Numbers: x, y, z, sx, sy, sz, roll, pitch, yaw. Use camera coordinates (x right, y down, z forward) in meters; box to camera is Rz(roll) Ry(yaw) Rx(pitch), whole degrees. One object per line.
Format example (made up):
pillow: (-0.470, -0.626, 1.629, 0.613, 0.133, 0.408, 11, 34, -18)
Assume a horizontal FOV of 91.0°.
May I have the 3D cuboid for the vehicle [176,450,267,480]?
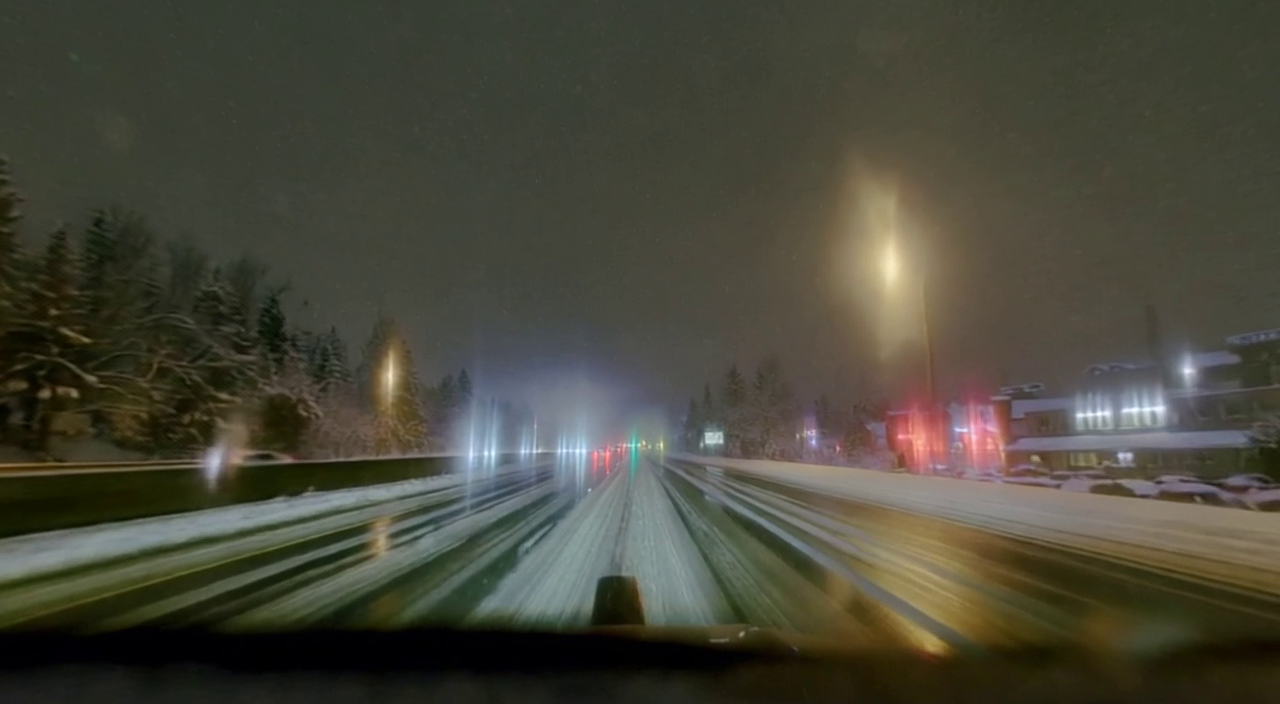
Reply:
vehicle: (-23.803, 6.405, 36.065, 1.886, 1.545, 4.772, 0, -9, 0)
